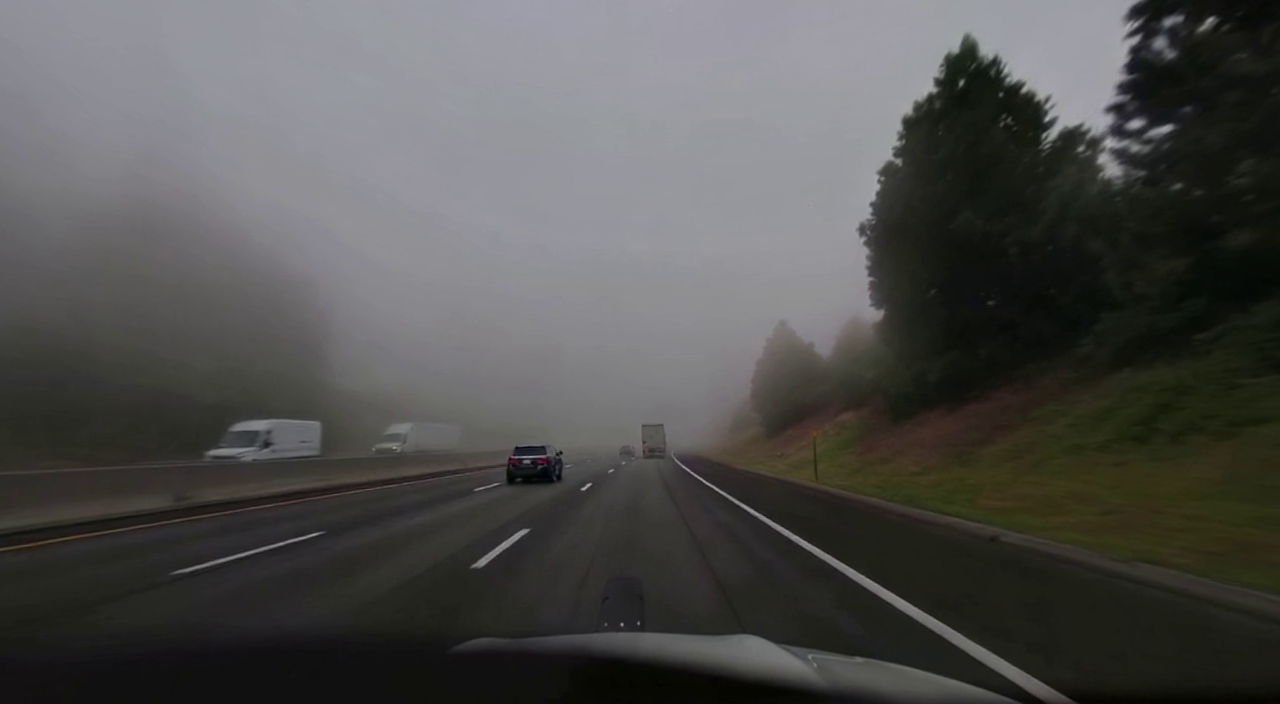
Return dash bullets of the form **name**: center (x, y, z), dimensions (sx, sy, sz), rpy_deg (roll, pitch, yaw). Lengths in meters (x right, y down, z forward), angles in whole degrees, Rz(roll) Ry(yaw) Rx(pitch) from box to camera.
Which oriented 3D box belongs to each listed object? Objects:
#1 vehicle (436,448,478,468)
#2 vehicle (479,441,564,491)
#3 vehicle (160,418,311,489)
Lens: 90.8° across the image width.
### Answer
- **vehicle**: center (-14.307, 8.290, 49.556), dimensions (1.859, 1.497, 4.390), rpy_deg (0, -9, 2)
- **vehicle**: center (-3.758, 3.689, 20.748), dimensions (1.943, 1.460, 3.961), rpy_deg (0, -9, 1)
- **vehicle**: center (-18.953, 4.848, 30.205), dimensions (2.581, 2.972, 6.723), rpy_deg (0, -9, 1)
